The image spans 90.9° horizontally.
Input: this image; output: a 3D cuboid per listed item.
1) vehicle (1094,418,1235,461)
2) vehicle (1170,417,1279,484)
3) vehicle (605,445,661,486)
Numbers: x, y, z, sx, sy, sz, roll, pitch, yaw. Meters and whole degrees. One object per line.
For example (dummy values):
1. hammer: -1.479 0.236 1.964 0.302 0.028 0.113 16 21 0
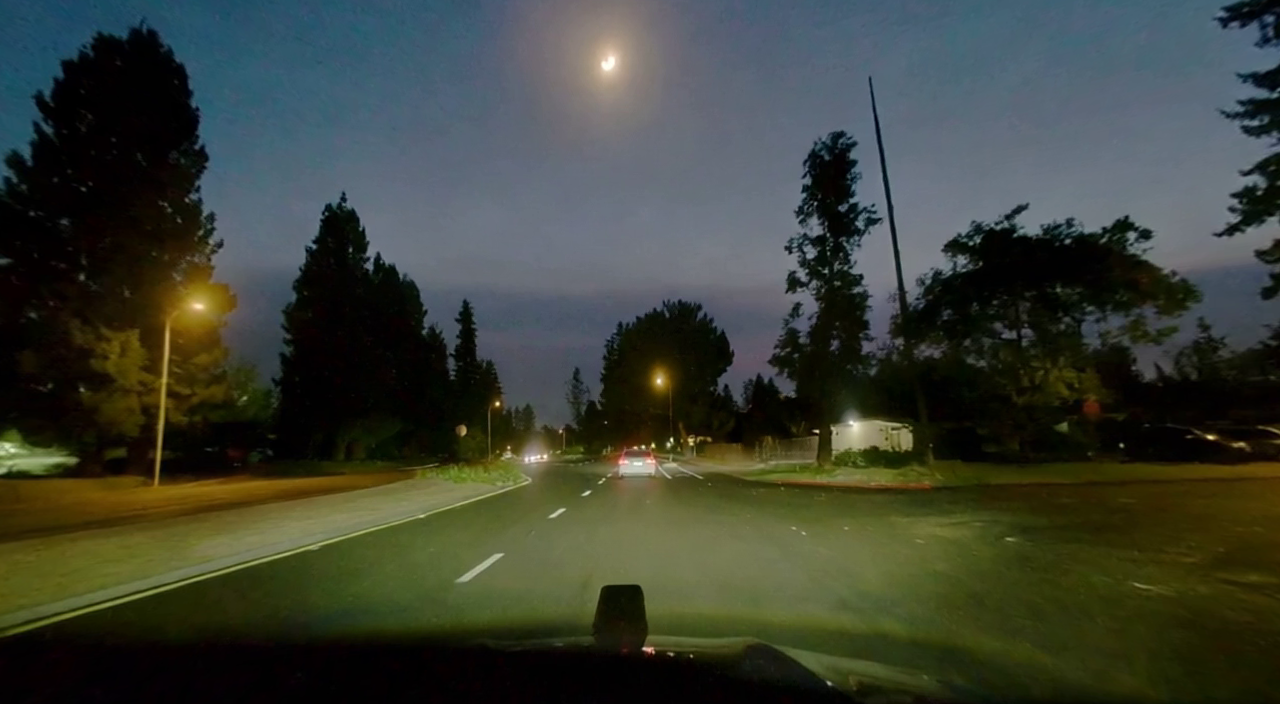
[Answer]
1. vehicle: 21.543 3.638 26.156 1.928 1.614 4.267 1 -8 -5
2. vehicle: 19.071 2.878 18.487 5.018 1.844 2.156 0 -8 0
3. vehicle: -0.228 4.375 24.654 2.009 1.456 4.003 0 -8 1
